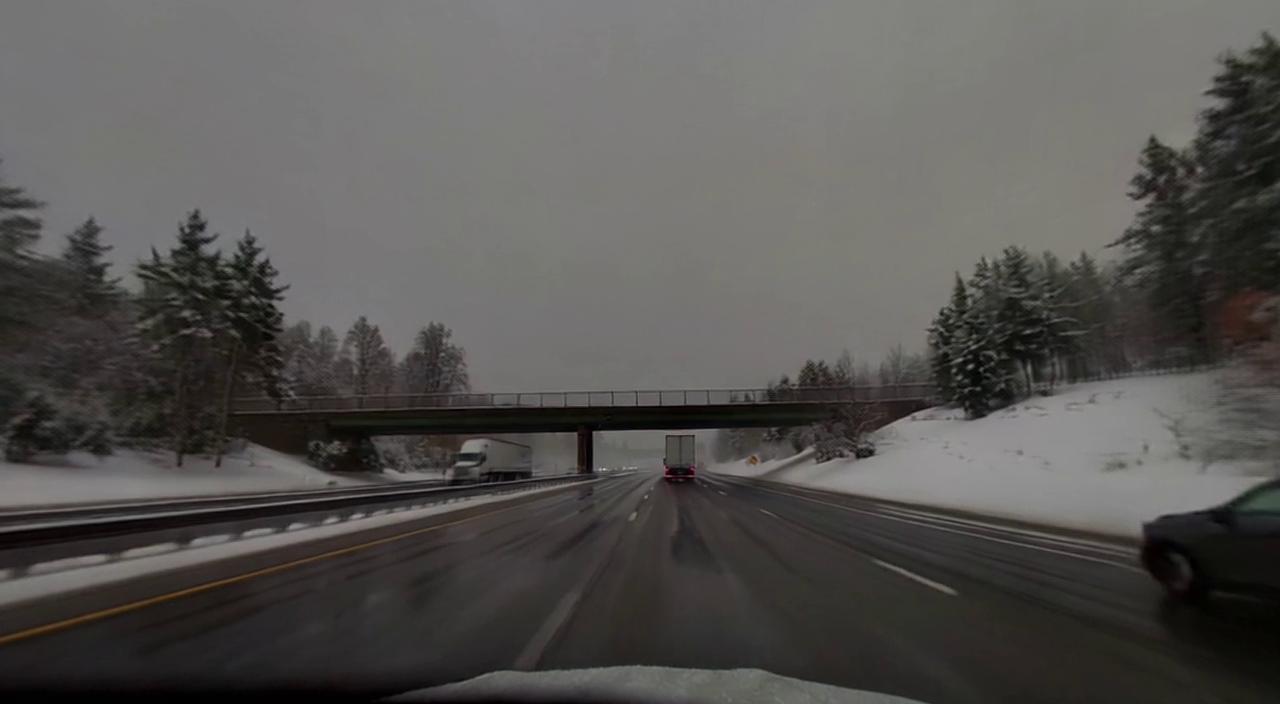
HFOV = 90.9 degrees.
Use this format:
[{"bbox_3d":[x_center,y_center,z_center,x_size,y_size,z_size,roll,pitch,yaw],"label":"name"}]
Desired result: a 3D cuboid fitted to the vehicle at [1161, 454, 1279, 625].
[{"bbox_3d":[6.627,1.482,4.590,1.949,1.468,4.145,1,-10,-3],"label":"vehicle"}]
